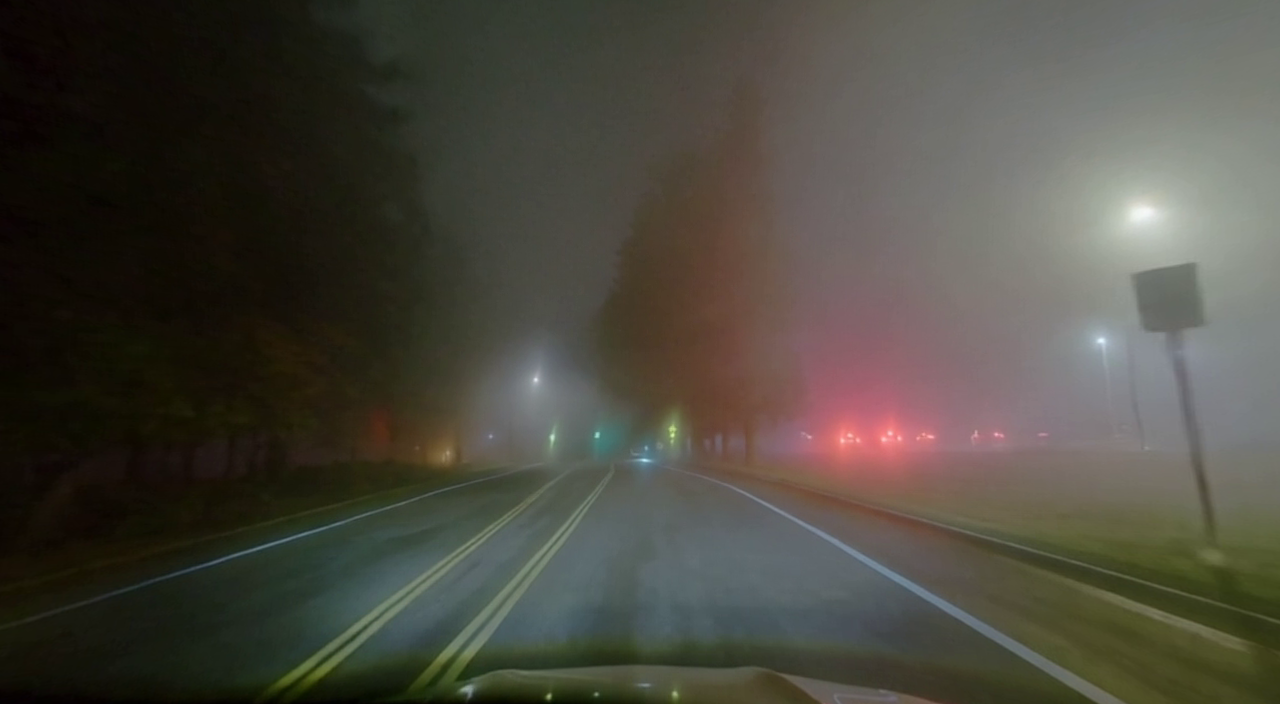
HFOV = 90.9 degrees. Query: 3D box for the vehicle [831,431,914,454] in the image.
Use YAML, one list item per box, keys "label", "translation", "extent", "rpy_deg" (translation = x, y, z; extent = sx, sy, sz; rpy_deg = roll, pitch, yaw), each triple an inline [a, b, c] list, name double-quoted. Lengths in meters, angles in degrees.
- label: "vehicle"
  translation: [15.551, 6.083, 42.263]
  extent: [4.744, 1.476, 1.926]
  rpy_deg: [1, -9, -4]
